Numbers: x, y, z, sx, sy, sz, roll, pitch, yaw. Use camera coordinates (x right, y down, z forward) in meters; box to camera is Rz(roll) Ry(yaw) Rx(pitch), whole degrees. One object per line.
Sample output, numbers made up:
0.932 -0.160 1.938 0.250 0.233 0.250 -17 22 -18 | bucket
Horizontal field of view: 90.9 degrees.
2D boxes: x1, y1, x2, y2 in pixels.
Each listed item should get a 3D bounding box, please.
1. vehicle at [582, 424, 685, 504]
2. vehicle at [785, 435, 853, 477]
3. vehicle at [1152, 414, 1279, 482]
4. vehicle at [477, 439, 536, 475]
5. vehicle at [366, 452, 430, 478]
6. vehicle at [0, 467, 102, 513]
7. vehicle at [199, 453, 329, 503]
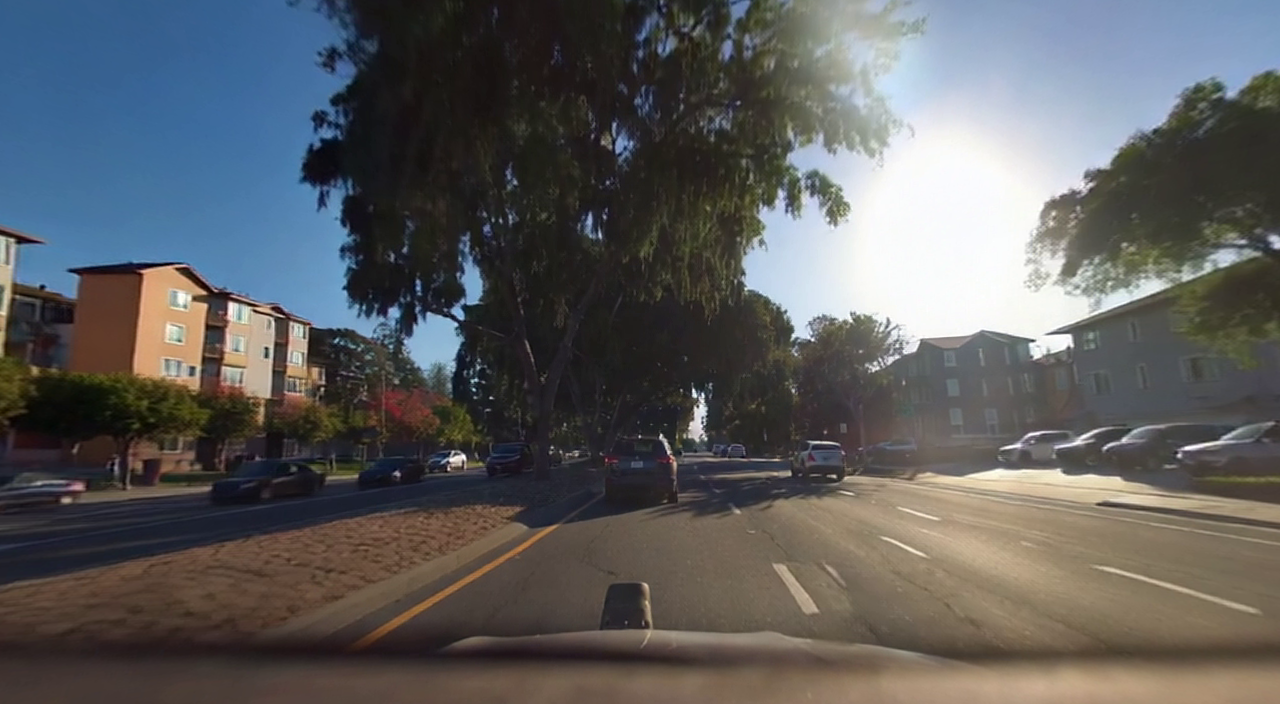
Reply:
0.001 2.913 16.772 2.332 1.798 4.546 -1 -8 4 | vehicle
7.996 4.669 28.555 1.971 1.722 4.341 0 -8 2 | vehicle
18.491 2.718 18.477 4.783 1.724 2.297 -4 -9 0 | vehicle
-7.196 5.691 34.468 2.119 1.778 4.760 0 -8 1 | vehicle
-15.618 7.308 40.960 2.010 1.510 4.532 -1 -8 5 | vehicle
-23.276 5.152 23.702 1.824 1.476 4.499 -1 -9 6 | vehicle
-13.249 4.428 22.569 1.806 1.417 4.405 -4 -9 3 | vehicle
